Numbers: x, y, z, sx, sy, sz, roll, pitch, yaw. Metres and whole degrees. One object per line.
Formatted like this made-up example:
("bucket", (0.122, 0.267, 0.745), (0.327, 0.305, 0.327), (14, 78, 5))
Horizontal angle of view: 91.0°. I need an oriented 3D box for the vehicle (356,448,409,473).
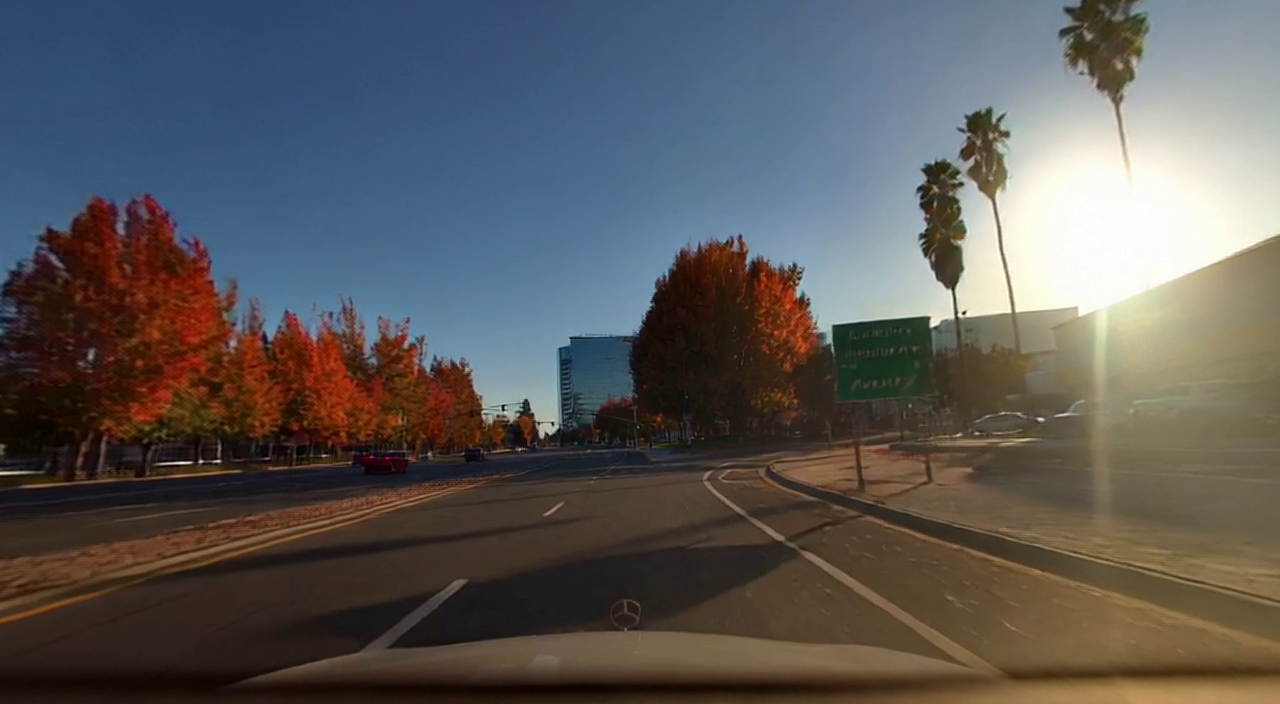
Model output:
("vehicle", (-19.290, 8.133, 47.377), (2.086, 1.706, 4.412), (0, -9, 1))
